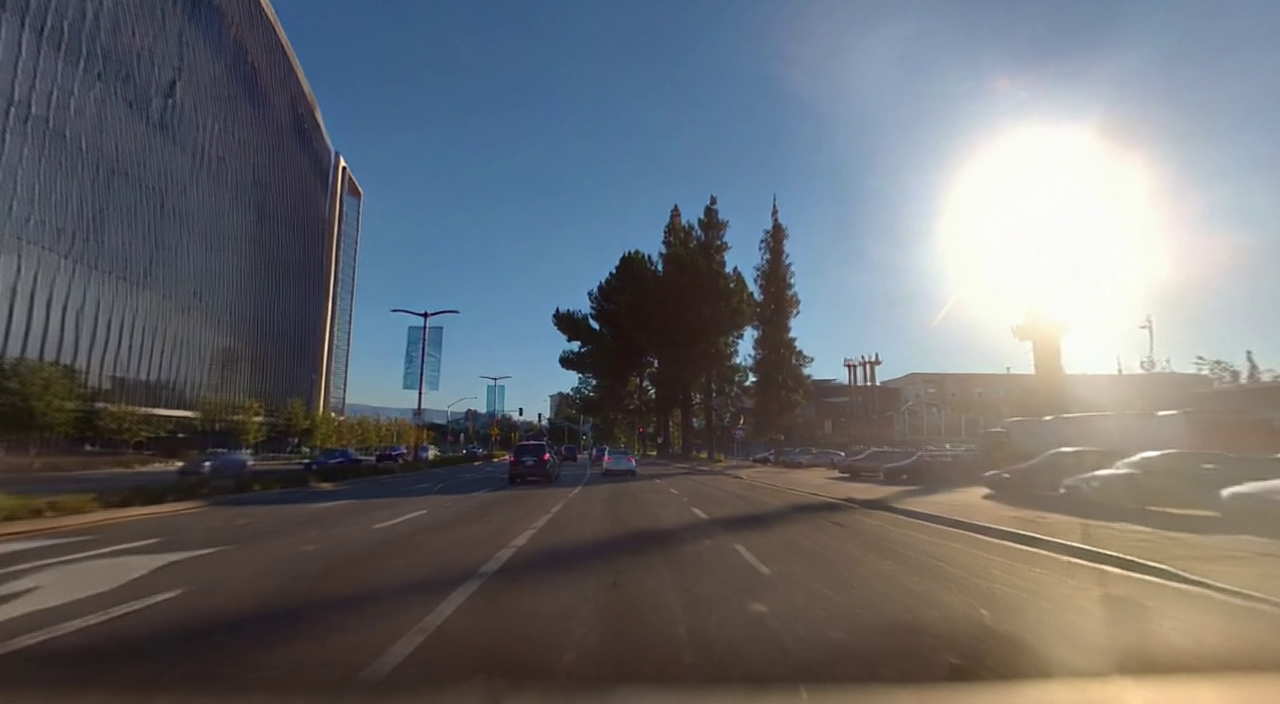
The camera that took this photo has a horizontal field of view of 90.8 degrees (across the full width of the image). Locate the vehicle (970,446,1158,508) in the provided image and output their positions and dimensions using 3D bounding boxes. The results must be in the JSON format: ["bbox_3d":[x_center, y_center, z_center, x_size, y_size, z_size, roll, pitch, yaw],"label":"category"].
[{"bbox_3d":[13.231,3.876,19.926,4.569,1.813,1.872,0,-8,-1],"label":"vehicle"}]

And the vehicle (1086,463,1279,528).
[{"bbox_3d":[13.334,3.312,14.764,4.383,1.348,1.715,-1,-10,2],"label":"vehicle"}]

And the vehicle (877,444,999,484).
[{"bbox_3d":[13.250,5.021,28.292,4.489,1.652,1.783,-1,-9,2],"label":"vehicle"}]

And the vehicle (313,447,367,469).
[{"bbox_3d":[-19.676,6.962,41.655,1.605,1.292,4.497,0,-8,-4],"label":"vehicle"}]

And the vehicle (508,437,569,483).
[{"bbox_3d":[-4.163,4.500,26.648,2.001,1.784,4.483,0,-8,-2],"label":"vehicle"}]

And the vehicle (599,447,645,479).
[{"bbox_3d":[-0.920,5.243,30.154,2.050,1.385,4.096,0,-8,-3],"label":"vehicle"}]

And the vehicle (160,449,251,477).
[{"bbox_3d":[-22.545,5.752,33.014,1.842,1.315,4.463,0,-8,-4],"label":"vehicle"}]

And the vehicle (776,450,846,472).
[{"bbox_3d":[12.104,7.713,44.918,4.470,1.429,1.878,0,-7,0],"label":"vehicle"}]
